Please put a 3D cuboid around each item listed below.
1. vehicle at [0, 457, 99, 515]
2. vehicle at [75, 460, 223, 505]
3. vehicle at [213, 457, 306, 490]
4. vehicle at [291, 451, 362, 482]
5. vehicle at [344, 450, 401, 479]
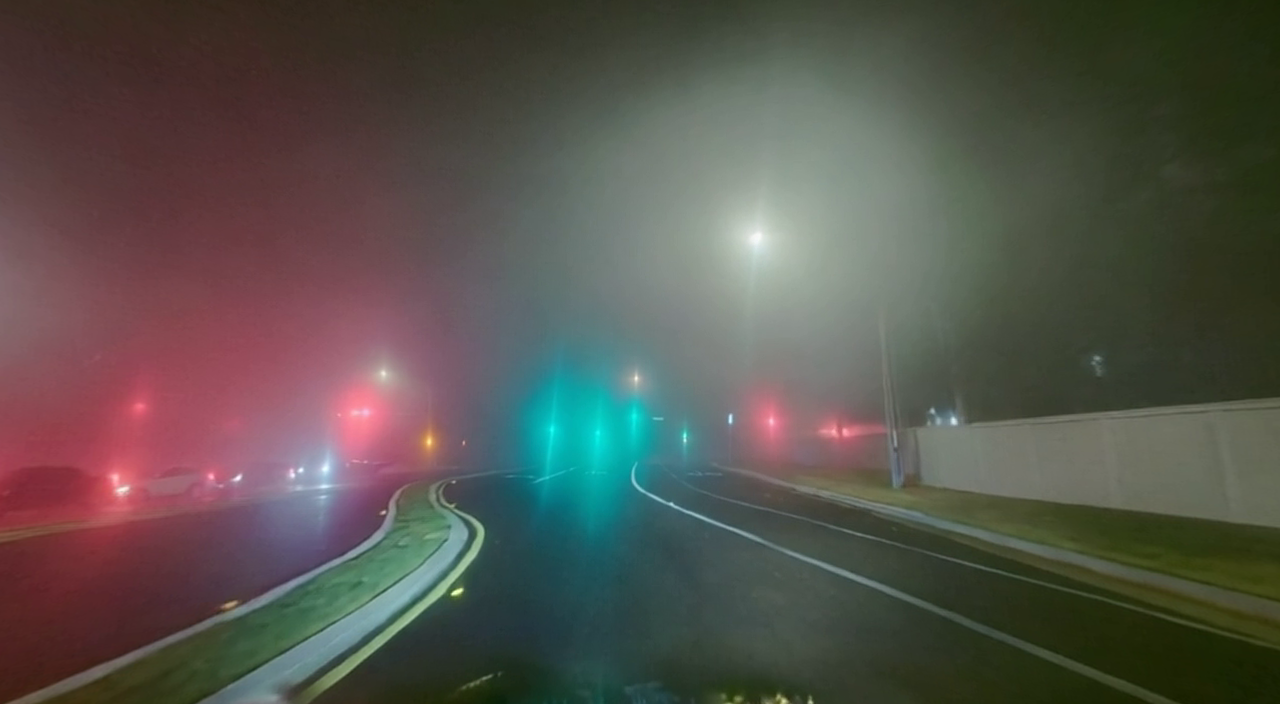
[{"bbox_3d":[-21.228,4.448,21.059,1.974,1.704,4.628,0,-8,3],"label":"vehicle"},{"bbox_3d":[-20.903,5.527,27.212,1.954,1.575,5.225,-1,-8,3],"label":"vehicle"},{"bbox_3d":[-20.610,6.577,34.419,1.883,1.506,4.863,0,-8,3],"label":"vehicle"},{"bbox_3d":[-20.468,7.453,41.396,2.148,1.856,4.632,0,-8,3],"label":"vehicle"},{"bbox_3d":[-20.024,8.412,47.408,2.050,1.697,4.838,-4,-7,2],"label":"vehicle"}]
